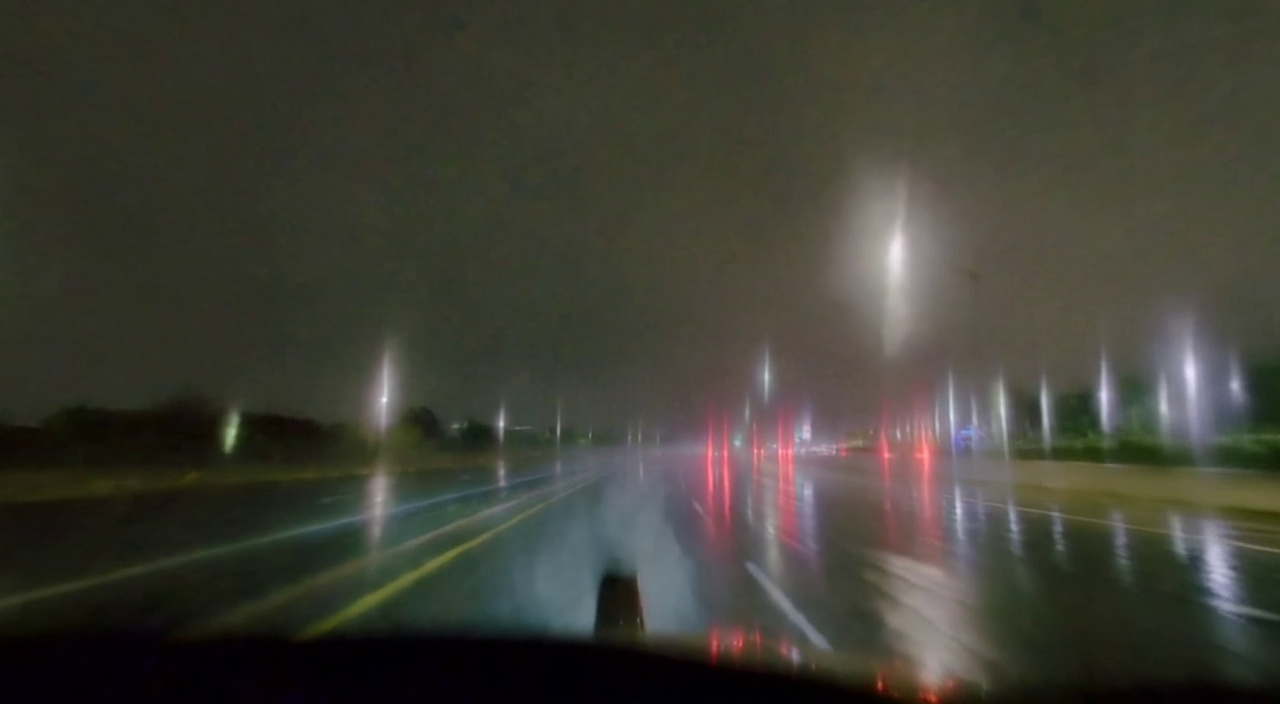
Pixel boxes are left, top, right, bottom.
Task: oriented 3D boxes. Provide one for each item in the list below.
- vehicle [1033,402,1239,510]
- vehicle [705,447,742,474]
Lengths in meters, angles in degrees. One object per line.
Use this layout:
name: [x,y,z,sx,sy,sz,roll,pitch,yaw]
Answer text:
vehicle: [12.545,2.668,16.302,3.055,2.511,2.572,-1,-9,5]
vehicle: [5.063,6.613,38.745,1.874,1.506,4.116,-1,-9,3]
